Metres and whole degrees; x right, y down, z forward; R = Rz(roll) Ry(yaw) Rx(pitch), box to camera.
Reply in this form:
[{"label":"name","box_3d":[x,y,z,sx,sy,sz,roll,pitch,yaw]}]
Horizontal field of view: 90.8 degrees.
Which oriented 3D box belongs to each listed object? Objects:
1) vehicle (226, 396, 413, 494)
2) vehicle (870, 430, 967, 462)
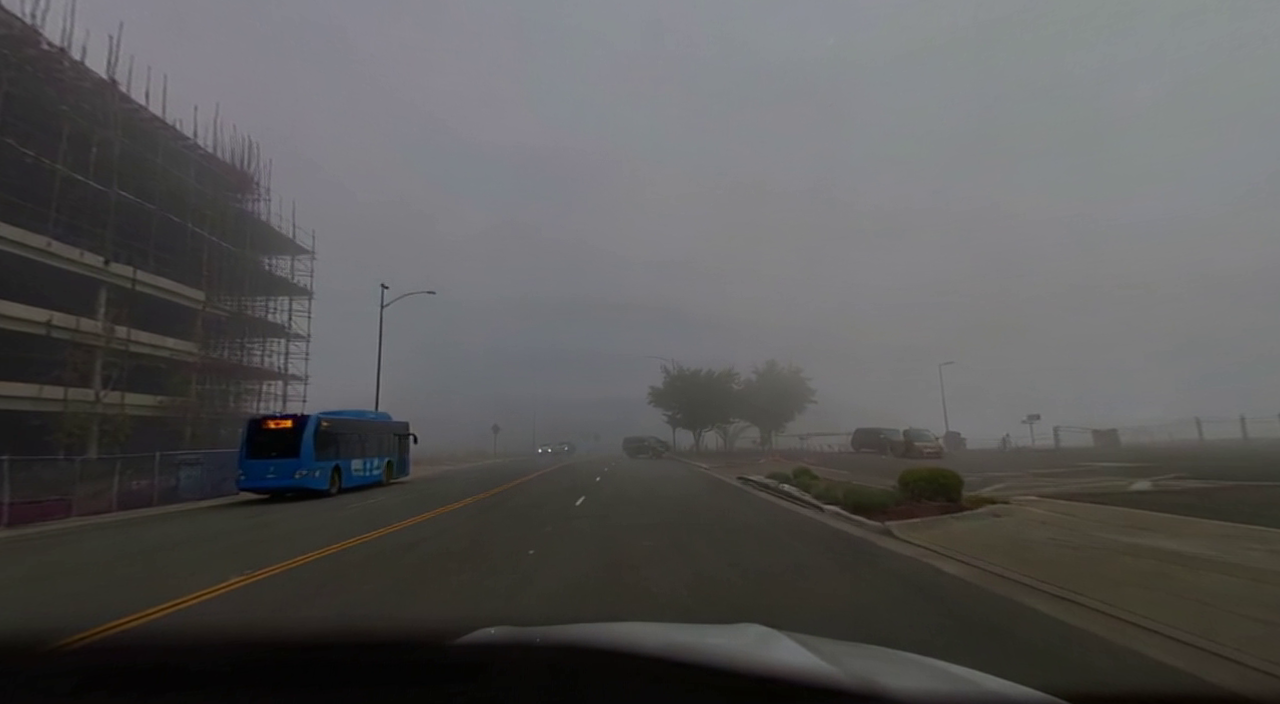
[{"label":"vehicle","box_3d":[-10.300,3.114,21.214,2.979,2.803,5.962,0,-8,1]},{"label":"vehicle","box_3d":[13.704,4.631,31.192,3.897,1.470,1.829,0,-8,-2]}]
